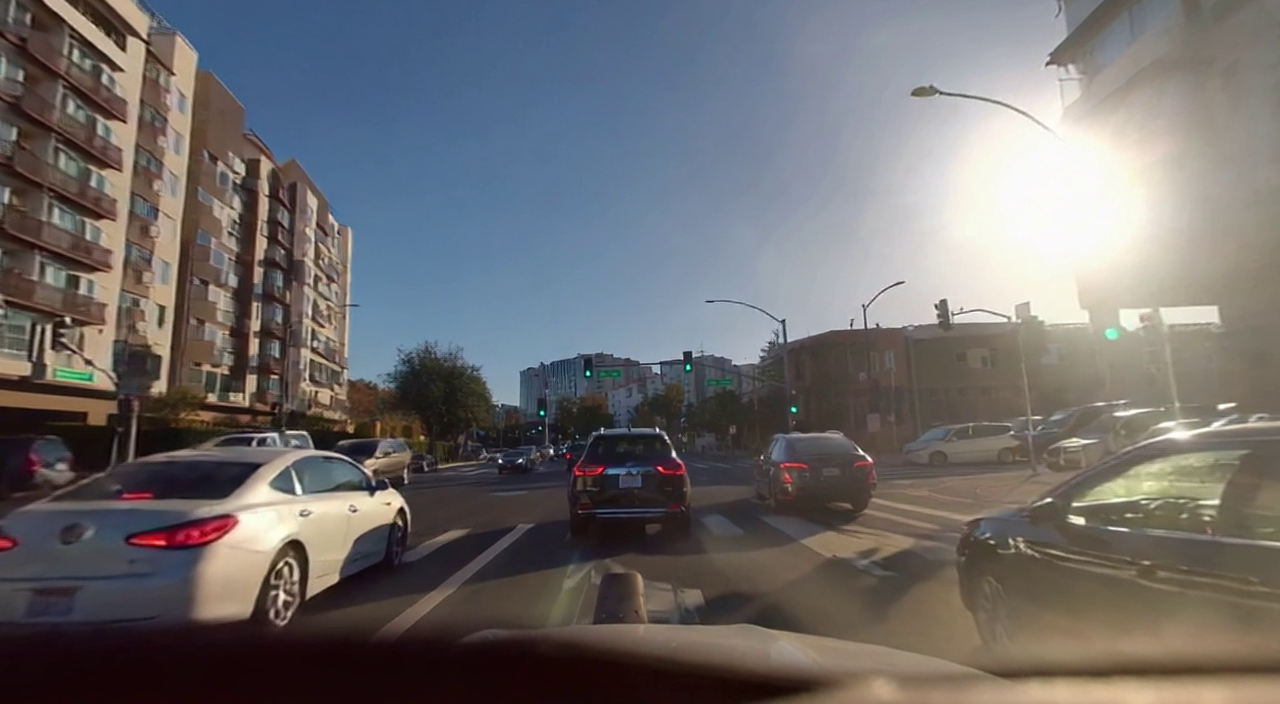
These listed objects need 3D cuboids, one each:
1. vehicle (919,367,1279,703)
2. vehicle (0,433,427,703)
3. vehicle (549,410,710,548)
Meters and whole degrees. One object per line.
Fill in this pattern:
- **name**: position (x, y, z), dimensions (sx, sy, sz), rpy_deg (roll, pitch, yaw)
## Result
- **vehicle**: position (3.160, 0.948, 2.792), dimensions (1.906, 1.608, 4.137), rpy_deg (0, -8, -1)
- **vehicle**: position (-3.758, 1.532, 5.695), dimensions (2.055, 1.488, 4.733), rpy_deg (0, -8, 0)
- **vehicle**: position (-0.156, 2.138, 11.403), dimensions (2.206, 1.858, 5.332), rpy_deg (0, -8, 0)
